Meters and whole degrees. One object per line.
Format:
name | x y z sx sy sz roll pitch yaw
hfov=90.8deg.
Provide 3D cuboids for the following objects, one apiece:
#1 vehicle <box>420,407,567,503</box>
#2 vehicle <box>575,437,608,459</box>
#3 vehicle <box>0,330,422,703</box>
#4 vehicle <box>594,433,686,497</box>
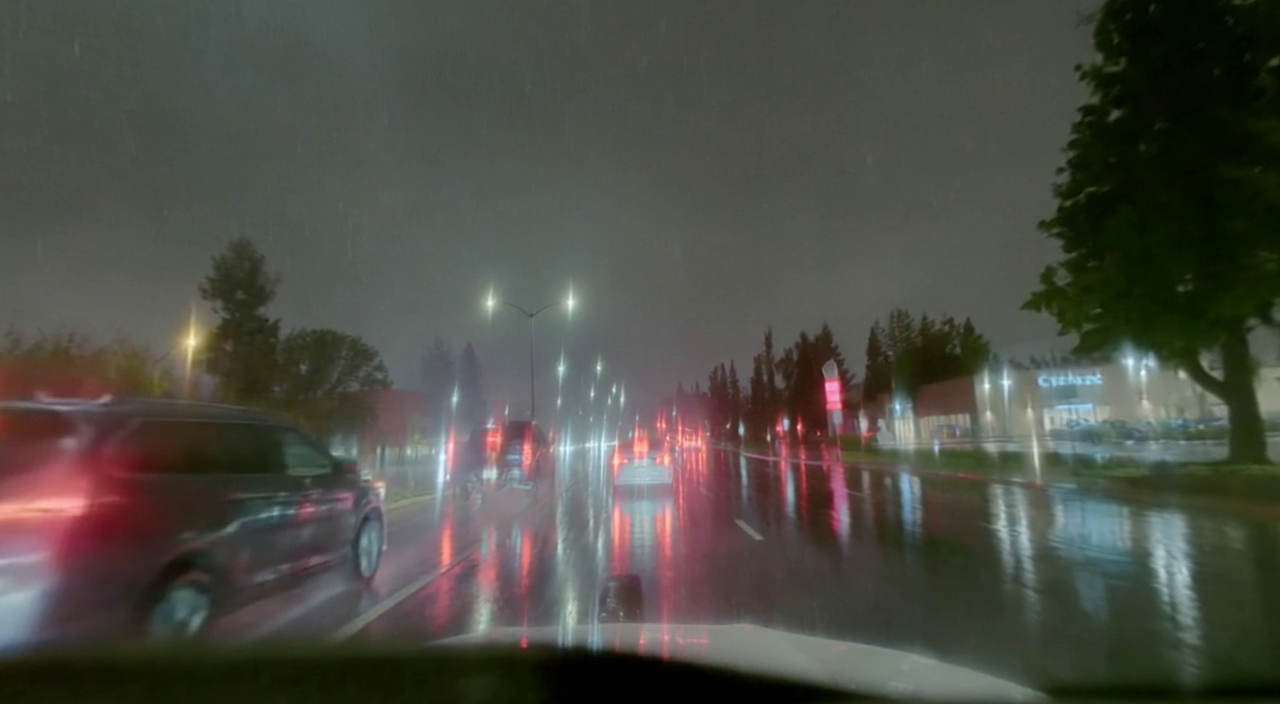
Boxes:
vehicle | -3.385 2.558 15.988 2.301 1.985 5.531 0 -8 1
vehicle | -3.592 7.158 47.211 2.147 1.590 4.209 0 -8 0
vehicle | -3.337 1.081 4.573 2.046 1.751 4.208 0 -8 -1
vehicle | -0.051 2.932 16.795 2.126 1.475 3.967 0 -8 -1
